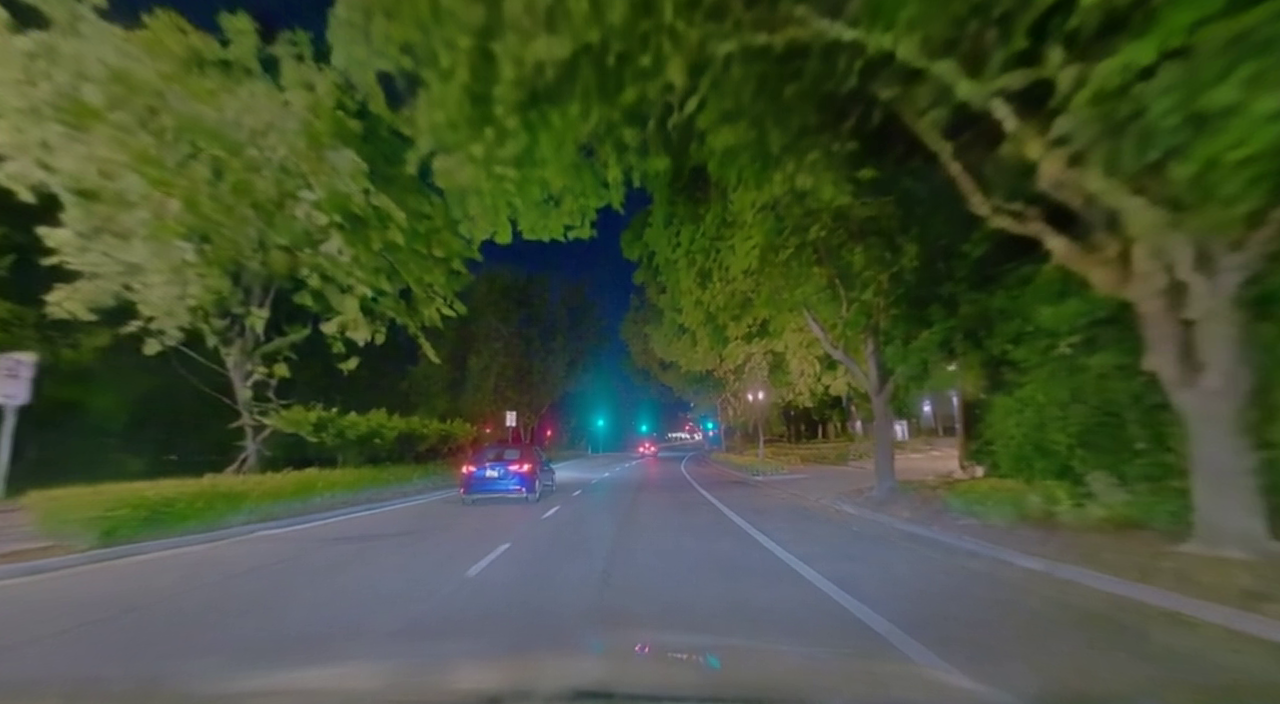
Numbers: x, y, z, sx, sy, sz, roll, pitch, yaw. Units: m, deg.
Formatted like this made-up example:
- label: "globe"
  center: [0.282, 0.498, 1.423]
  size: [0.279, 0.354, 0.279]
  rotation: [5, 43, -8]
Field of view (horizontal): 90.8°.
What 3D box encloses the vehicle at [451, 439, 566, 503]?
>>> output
- label: "vehicle"
  center: [-3.364, 3.165, 17.239]
  size: [2.038, 1.486, 4.678]
  rotation: [0, -9, 1]
